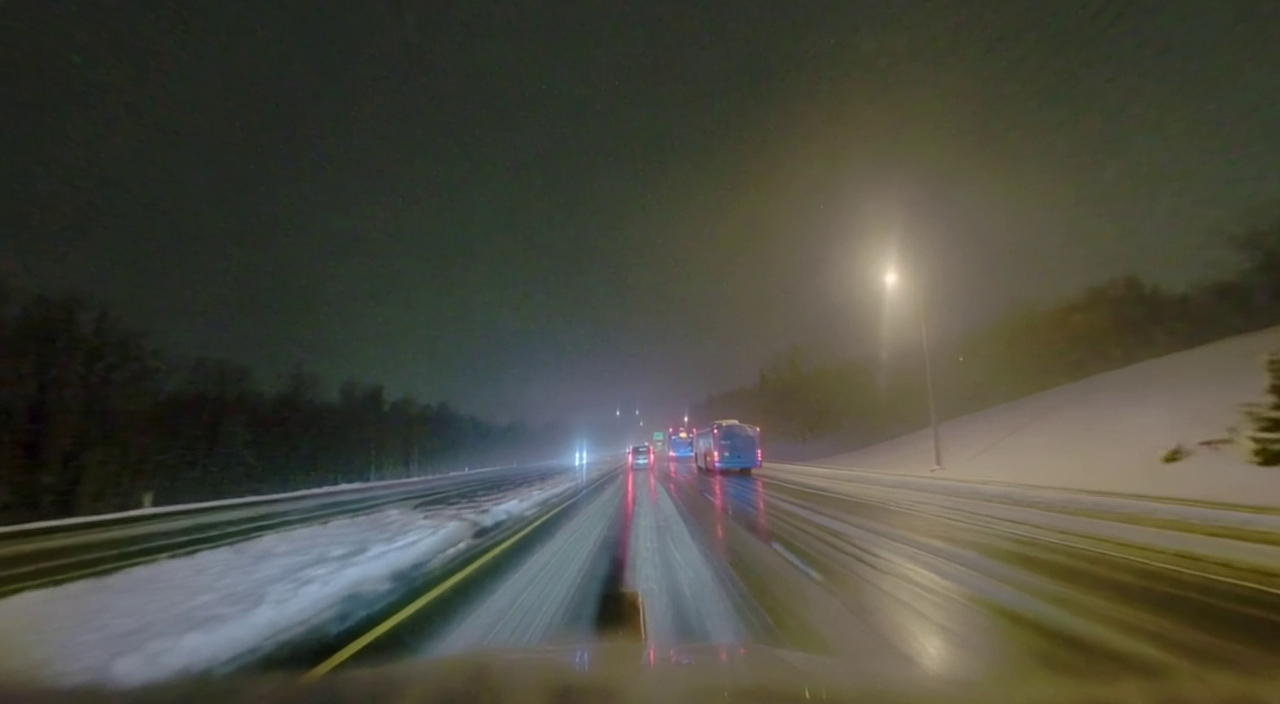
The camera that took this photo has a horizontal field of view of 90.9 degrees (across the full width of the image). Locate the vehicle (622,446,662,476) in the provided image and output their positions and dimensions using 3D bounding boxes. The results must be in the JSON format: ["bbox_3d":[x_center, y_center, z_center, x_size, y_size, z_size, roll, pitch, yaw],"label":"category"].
[{"bbox_3d":[0.070,5.717,33.192,2.004,1.449,3.817,0,-9,-1],"label":"vehicle"}]

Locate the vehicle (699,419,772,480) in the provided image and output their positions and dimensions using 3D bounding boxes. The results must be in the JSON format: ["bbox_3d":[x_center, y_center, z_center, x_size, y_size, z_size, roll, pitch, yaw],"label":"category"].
[{"bbox_3d":[4.365,4.644,29.951,2.440,2.555,5.957,0,-9,0],"label":"vehicle"}]
